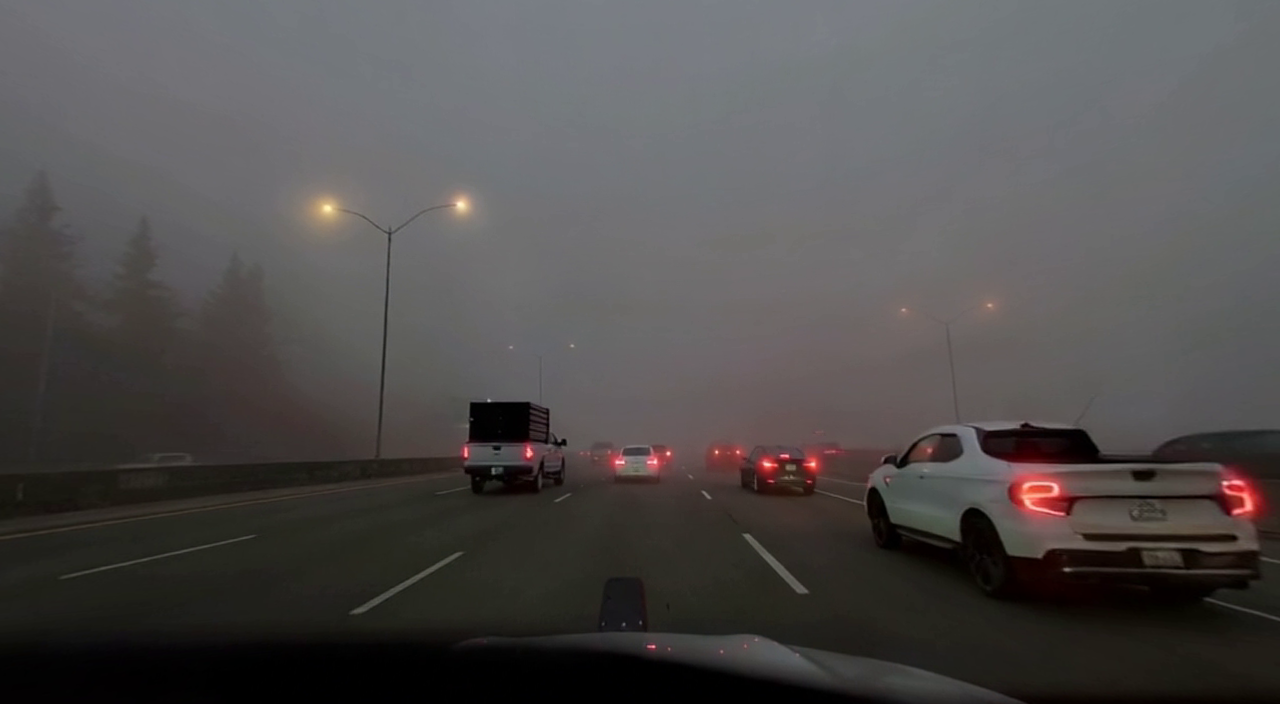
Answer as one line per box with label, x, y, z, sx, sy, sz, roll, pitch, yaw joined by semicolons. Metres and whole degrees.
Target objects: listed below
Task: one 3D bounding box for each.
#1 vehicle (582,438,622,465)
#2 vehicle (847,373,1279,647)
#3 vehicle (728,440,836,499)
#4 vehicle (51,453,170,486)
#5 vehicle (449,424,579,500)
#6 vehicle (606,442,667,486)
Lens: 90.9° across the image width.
vehicle;-2.609;7.076;44.923;2.110;1.811;5.585;-1;-8;4
vehicle;3.887;1.355;6.458;1.999;1.777;4.578;0;-8;1
vehicle;3.946;3.328;18.411;1.907;1.474;4.840;0;-8;-2
vehicle;-26.240;5.813;31.473;1.956;1.476;4.412;0;-8;3
vehicle;-3.450;3.193;18.834;2.395;1.892;5.995;0;-8;2
vehicle;-0.030;4.073;23.252;2.070;1.456;4.029;0;-8;2
